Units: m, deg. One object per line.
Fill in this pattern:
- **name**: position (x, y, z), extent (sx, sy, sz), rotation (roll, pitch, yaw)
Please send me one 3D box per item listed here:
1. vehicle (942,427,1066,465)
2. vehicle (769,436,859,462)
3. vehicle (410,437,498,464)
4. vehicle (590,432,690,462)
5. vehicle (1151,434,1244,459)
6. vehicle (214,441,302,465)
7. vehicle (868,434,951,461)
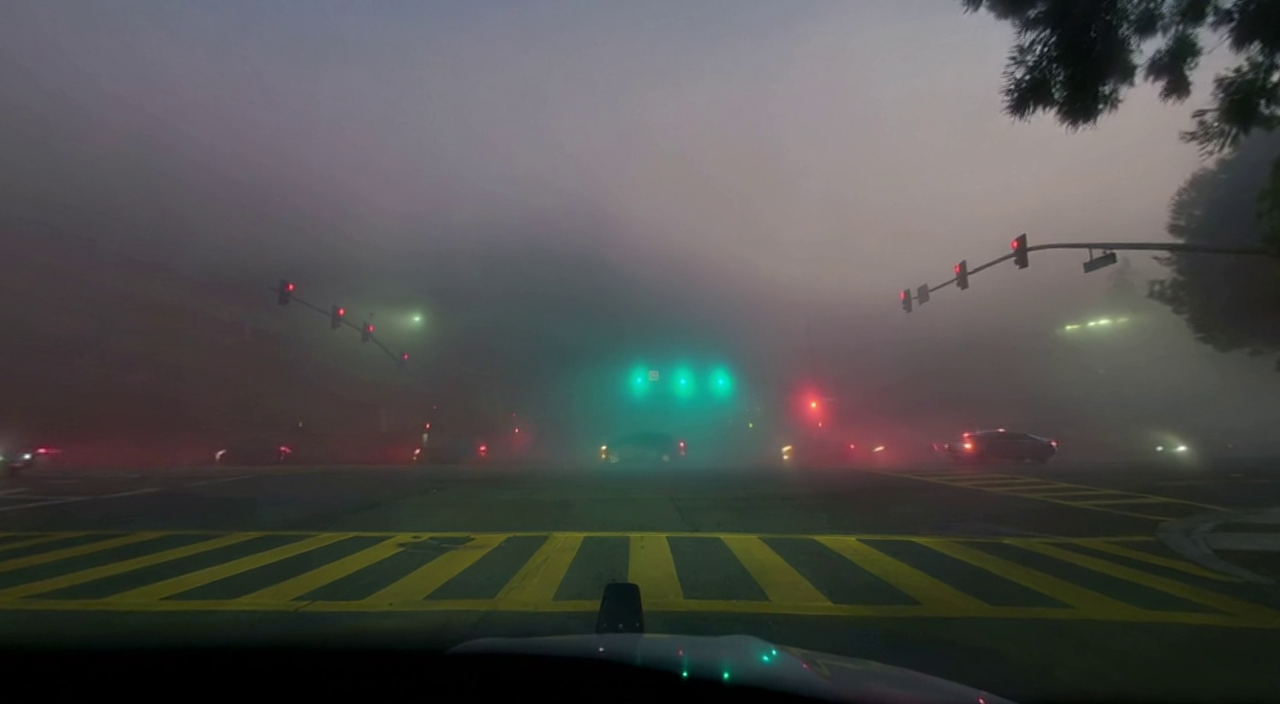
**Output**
- **vehicle**: position (17.596, 4.565, 30.707), extent (4.662, 1.764, 2.064), rotation (0, -9, 0)
- **vehicle**: position (10.185, 5.690, 37.140), extent (4.724, 1.452, 1.870), rotation (0, -9, 1)
- **vehicle**: position (-10.773, 5.737, 36.830), extent (4.519, 1.476, 1.767), rotation (0, -9, 0)
- **vehicle**: position (0.039, 6.037, 40.149), extent (6.133, 1.833, 2.155), rotation (-1, -9, 2)
- **vehicle**: position (35.454, 6.031, 40.235), extent (4.100, 1.509, 1.853), rotation (0, -9, 0)
- **vehicle**: position (-24.384, 6.442, 40.465), extent (4.443, 1.472, 1.794), rotation (0, -9, 0)
- **vehicle**: position (17.313, 6.145, 40.727), extent (4.488, 1.667, 1.869), rotation (0, -9, 1)
